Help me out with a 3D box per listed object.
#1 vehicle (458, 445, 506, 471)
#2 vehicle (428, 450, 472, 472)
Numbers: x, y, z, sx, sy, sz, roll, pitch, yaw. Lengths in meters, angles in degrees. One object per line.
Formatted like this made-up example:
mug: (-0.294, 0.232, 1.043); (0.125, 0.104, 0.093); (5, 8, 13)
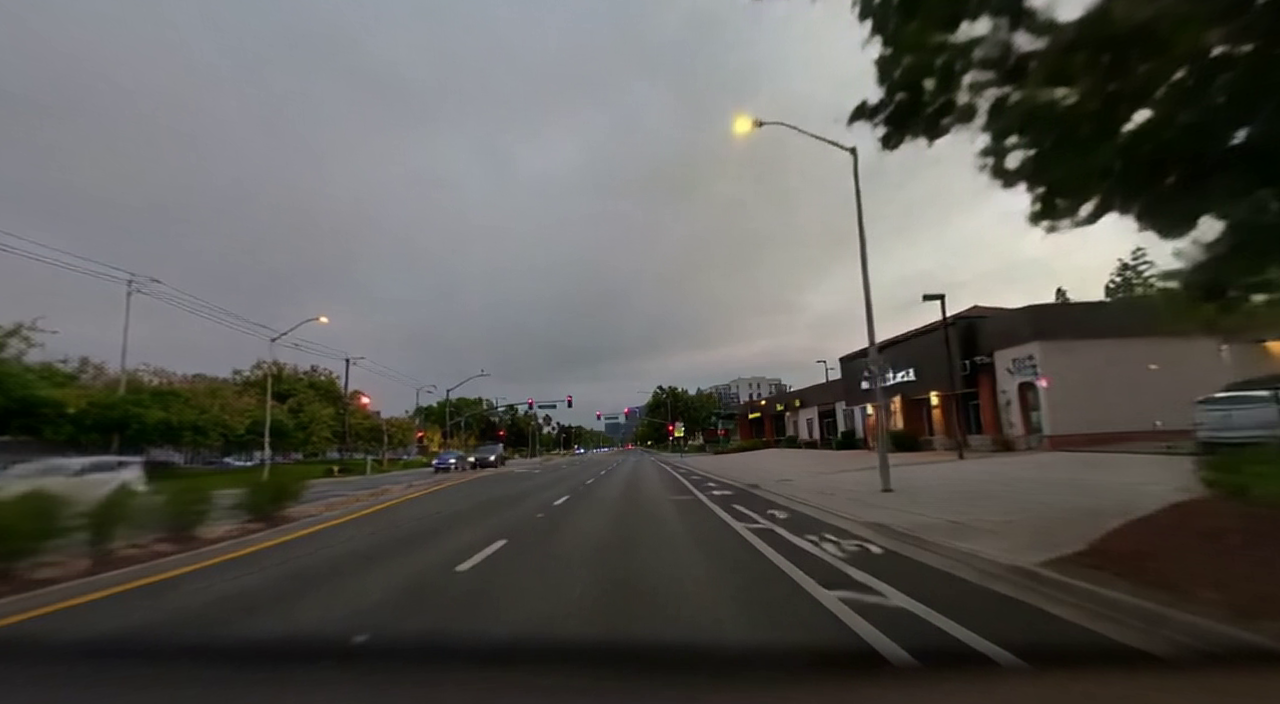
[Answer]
vehicle: (-10.350, 6.955, 41.653); (2.026, 1.577, 4.334); (-2, -9, 0)
vehicle: (-14.207, 8.163, 47.412); (2.026, 1.521, 4.045); (0, -9, 1)
